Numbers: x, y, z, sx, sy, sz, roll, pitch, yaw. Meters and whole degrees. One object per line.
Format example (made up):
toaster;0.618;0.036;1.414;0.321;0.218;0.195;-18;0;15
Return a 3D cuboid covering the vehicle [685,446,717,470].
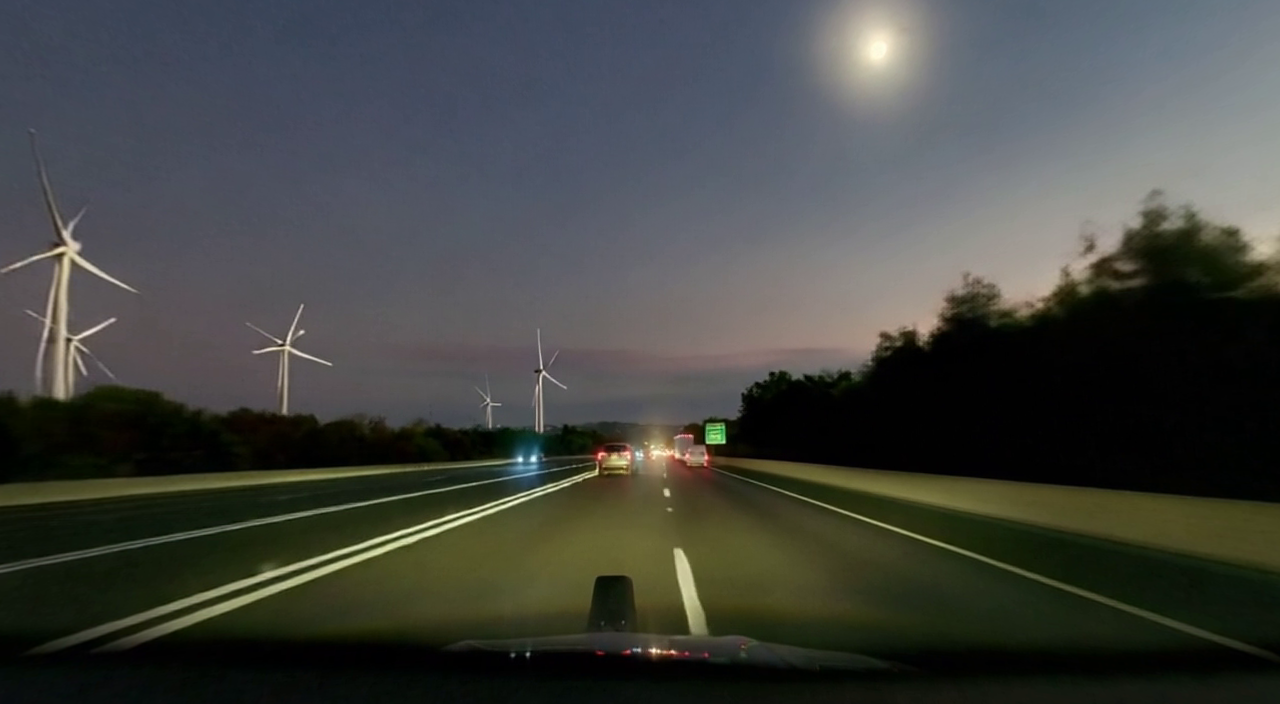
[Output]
vehicle;4.524;7.929;47.205;2.040;1.721;4.507;-1;-9;1

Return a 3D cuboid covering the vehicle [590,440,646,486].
vehicle;-0.828;4.579;26.161;2.038;1.723;4.150;-1;-9;2
